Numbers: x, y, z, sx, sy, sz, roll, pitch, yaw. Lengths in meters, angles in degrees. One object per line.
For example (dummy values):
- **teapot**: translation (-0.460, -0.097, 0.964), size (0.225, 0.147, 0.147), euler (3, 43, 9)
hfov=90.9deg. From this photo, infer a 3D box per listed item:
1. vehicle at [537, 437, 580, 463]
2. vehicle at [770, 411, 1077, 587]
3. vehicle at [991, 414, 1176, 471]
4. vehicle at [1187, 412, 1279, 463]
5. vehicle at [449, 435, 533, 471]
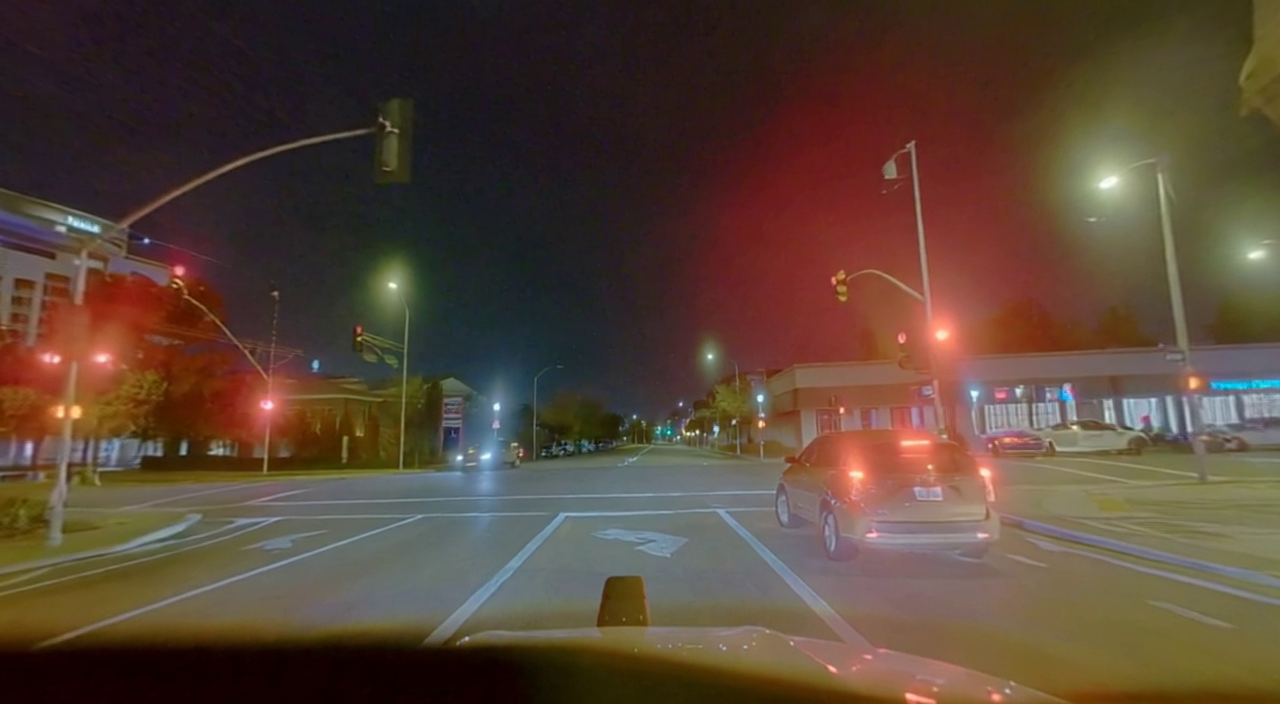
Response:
- **vehicle**: translation (-5.590, 6.805, 43.861), size (2.115, 1.690, 4.322), euler (-1, -8, 4)
- **vehicle**: translation (2.965, 1.612, 7.679), size (1.947, 1.576, 3.825), euler (0, -8, 0)
- **vehicle**: translation (14.631, 3.014, 21.023), size (4.611, 1.778, 1.939), euler (0, -8, 0)
- **vehicle**: translation (21.522, 2.913, 21.424), size (4.095, 1.640, 1.848), euler (0, -8, 0)
- **vehicle**: translation (-7.676, 5.231, 32.932), size (1.972, 1.693, 4.516), euler (-4, -9, 22)
